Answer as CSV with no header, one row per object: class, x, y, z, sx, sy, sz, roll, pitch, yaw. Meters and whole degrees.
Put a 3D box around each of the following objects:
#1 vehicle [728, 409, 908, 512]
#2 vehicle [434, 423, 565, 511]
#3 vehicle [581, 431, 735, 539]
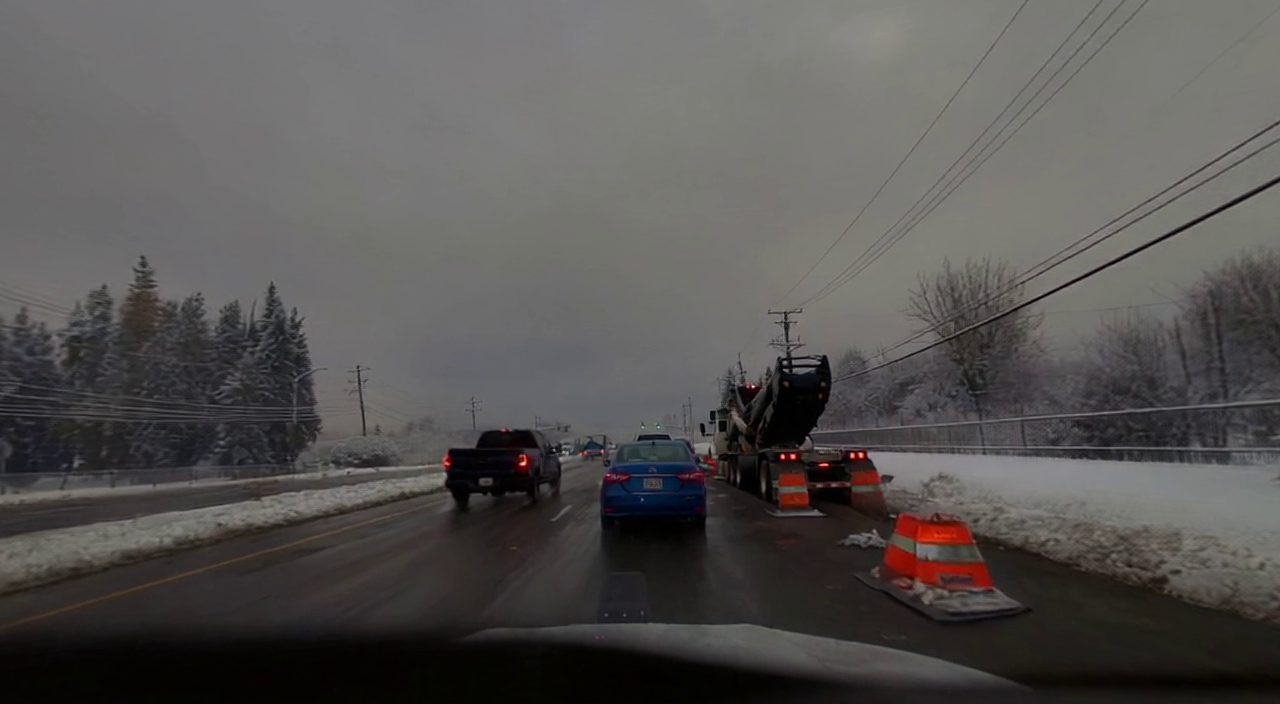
vehicle,3.916,2.585,15.510,2.555,2.017,6.201,0,-8,-1
vehicle,-3.054,2.609,14.727,1.989,1.729,4.184,0,-8,1
vehicle,0.268,2.170,10.928,2.128,1.473,4.272,0,-8,1
